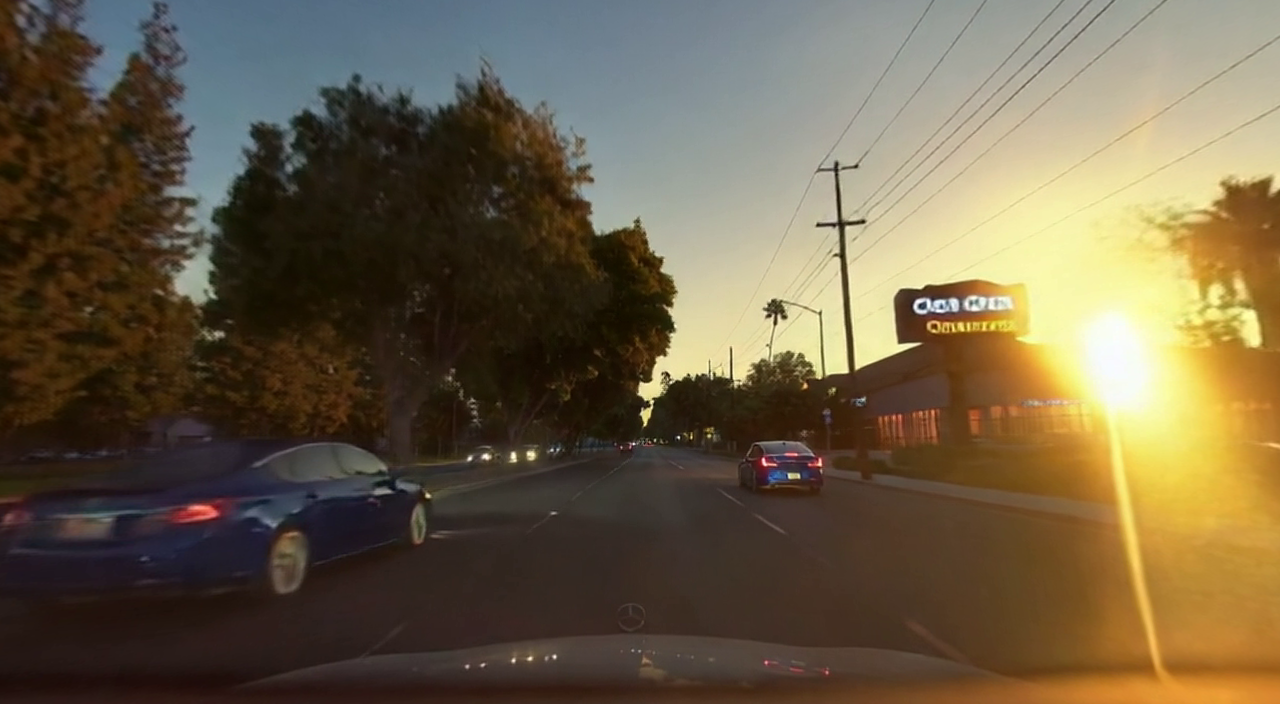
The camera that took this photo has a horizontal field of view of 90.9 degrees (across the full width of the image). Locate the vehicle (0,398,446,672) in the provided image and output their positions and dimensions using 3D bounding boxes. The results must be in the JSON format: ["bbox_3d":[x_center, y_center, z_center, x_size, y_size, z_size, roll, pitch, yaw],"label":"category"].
[{"bbox_3d":[-3.471,1.323,5.671,2.001,1.504,4.212,0,-8,1],"label":"vehicle"}]

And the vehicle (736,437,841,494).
[{"bbox_3d":[4.191,3.270,18.608,1.977,1.474,4.399,0,-8,-1],"label":"vehicle"}]
